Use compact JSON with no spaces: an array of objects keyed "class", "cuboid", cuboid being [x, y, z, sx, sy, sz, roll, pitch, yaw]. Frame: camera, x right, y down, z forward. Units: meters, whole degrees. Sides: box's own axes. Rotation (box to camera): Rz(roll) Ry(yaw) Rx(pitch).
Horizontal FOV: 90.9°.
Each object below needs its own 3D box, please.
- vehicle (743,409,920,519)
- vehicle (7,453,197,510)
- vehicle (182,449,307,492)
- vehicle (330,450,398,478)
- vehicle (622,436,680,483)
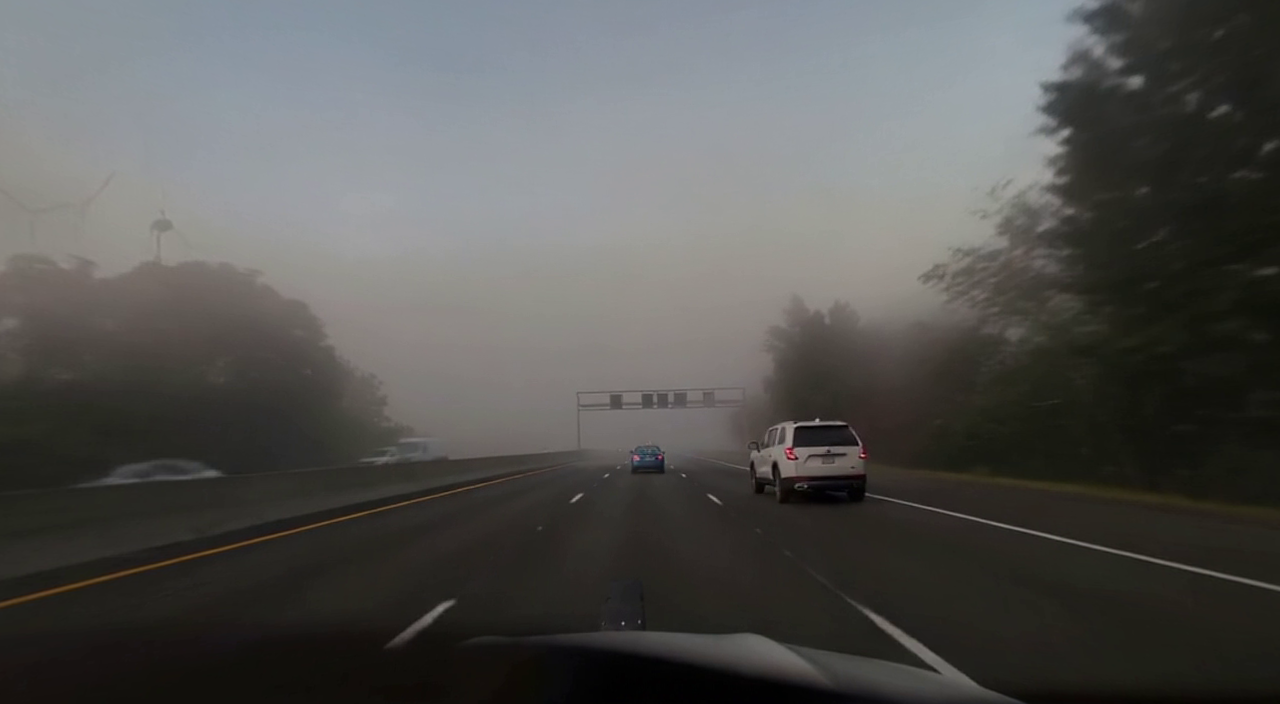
[{"class":"vehicle","cuboid":[3.731,2.315,13.470,2.104,1.861,4.956,-1,-9,-1]},{"class":"vehicle","cuboid":[-15.979,3.821,19.112,1.758,1.456,4.483,-1,-9,1]},{"class":"vehicle","cuboid":[-16.043,4.798,25.886,2.420,1.543,4.109,-1,-9,1]},{"class":"vehicle","cuboid":[-19.347,7.849,44.507,2.231,1.736,5.468,-1,-8,1]},{"class":"vehicle","cuboid":[0.364,4.166,24.712,2.083,1.653,3.787,-1,-9,0]}]
